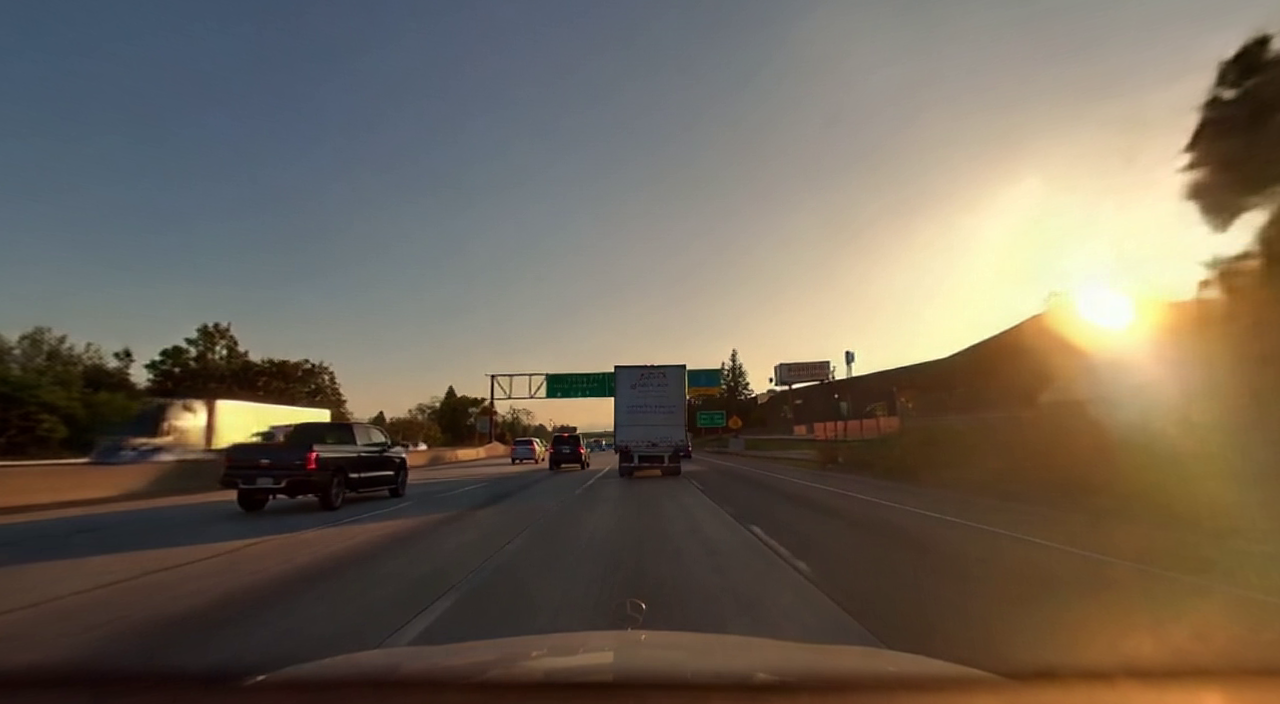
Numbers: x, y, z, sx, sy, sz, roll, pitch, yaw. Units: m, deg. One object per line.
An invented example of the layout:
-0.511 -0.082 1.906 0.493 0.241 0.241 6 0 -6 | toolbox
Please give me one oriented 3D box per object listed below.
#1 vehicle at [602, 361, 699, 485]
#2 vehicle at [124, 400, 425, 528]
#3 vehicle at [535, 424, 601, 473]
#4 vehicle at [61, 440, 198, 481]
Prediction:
0.281 2.914 24.345 2.941 3.794 9.851 0 -9 0 | vehicle
-6.716 2.190 12.839 2.479 1.978 5.952 0 -9 1 | vehicle
-3.256 4.594 30.081 2.379 2.075 6.169 0 -9 1 | vehicle
-20.617 4.382 25.774 1.877 1.497 4.478 0 -9 -1 | vehicle
